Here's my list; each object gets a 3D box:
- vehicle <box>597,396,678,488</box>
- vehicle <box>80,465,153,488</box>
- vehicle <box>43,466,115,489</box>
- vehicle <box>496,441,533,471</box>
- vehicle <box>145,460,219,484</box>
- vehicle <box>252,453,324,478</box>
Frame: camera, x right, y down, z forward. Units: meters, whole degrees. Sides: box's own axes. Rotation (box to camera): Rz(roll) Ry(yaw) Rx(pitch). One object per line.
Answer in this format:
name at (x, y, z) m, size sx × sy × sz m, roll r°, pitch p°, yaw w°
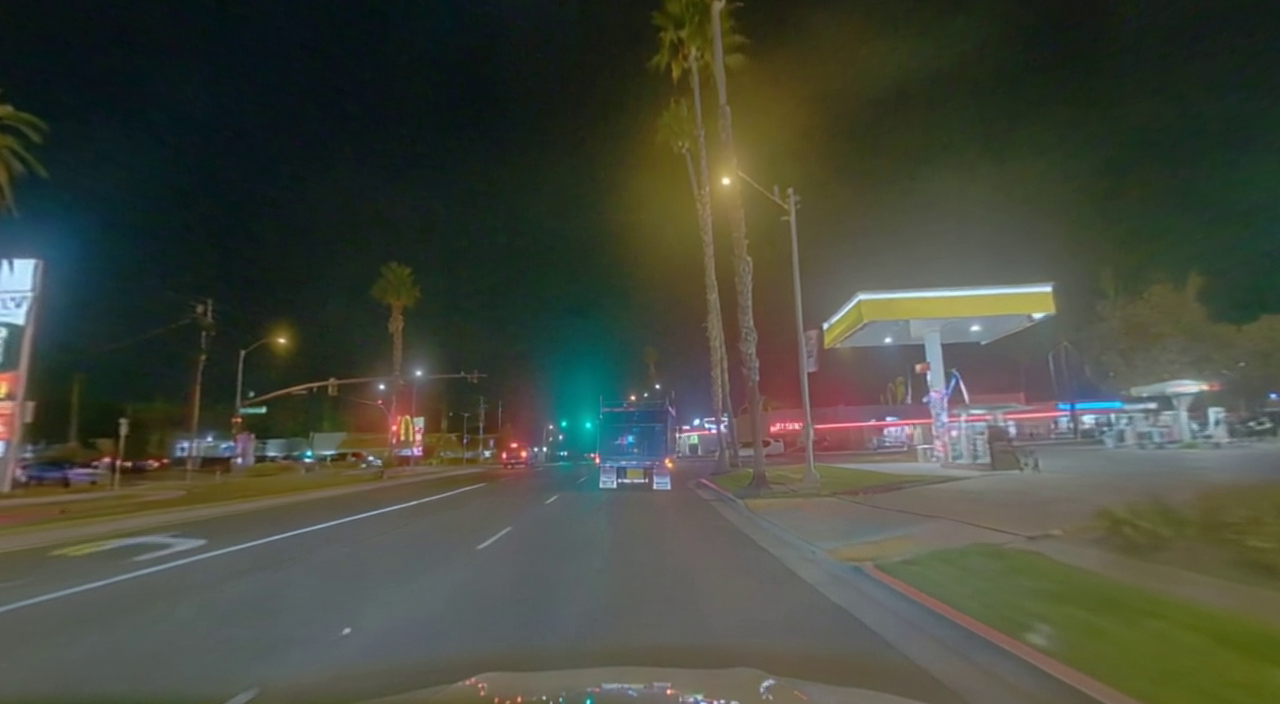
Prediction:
vehicle at (0.094, 3.355, 23.506) m, size 2.463 × 2.954 × 5.938 m, roll -1°, pitch -8°, yaw 5°
vehicle at (-35.903, 8.507, 43.421) m, size 1.834 × 1.383 × 3.707 m, roll 0°, pitch -8°, yaw -1°
vehicle at (-38.183, 8.557, 43.098) m, size 1.713 × 1.362 × 3.605 m, roll 0°, pitch -8°, yaw -2°
vehicle at (-7.592, 6.321, 38.584) m, size 1.997 × 1.679 × 4.263 m, roll 1°, pitch -8°, yaw -9°
vehicle at (-31.164, 8.164, 43.164) m, size 1.766 × 1.428 × 4.337 m, roll 0°, pitch -8°, yaw 1°
vehicle at (-27.645, 8.923, 49.698) m, size 4.583 × 1.556 × 1.893 m, roll -4°, pitch -8°, yaw -1°
